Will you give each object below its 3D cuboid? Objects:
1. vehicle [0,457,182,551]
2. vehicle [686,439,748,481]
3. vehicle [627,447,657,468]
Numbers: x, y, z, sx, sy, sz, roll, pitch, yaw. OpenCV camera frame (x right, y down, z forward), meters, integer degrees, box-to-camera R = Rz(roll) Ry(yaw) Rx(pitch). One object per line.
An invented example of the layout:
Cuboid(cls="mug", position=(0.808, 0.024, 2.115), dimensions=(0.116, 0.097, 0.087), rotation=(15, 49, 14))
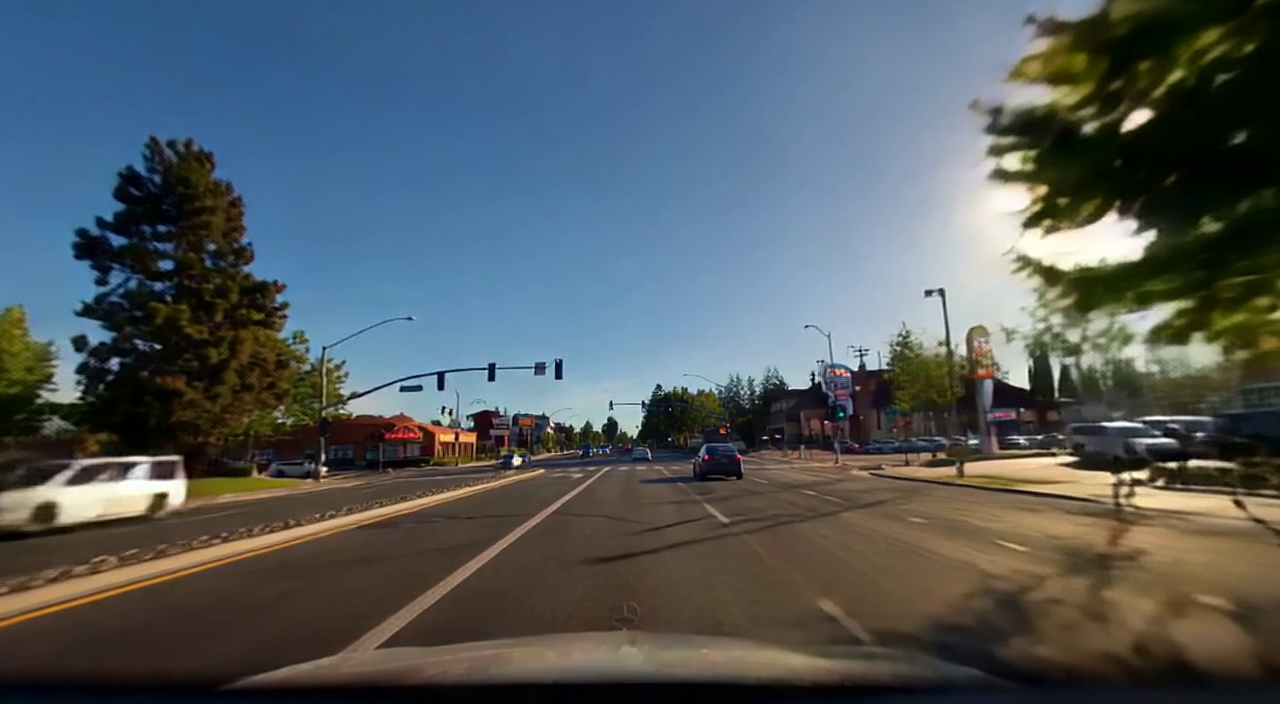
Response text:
Cuboid(cls="vehicle", position=(-11.798, 2.964, 12.912), dimensions=(1.886, 1.524, 4.027), rotation=(0, -9, -1))
Cuboid(cls="vehicle", position=(3.273, 4.691, 27.641), dimensions=(2.022, 1.643, 4.326), rotation=(0, -9, -2))
Cuboid(cls="vehicle", position=(0.090, 7.849, 47.249), dimensions=(2.135, 1.468, 4.076), rotation=(0, -9, -1))
